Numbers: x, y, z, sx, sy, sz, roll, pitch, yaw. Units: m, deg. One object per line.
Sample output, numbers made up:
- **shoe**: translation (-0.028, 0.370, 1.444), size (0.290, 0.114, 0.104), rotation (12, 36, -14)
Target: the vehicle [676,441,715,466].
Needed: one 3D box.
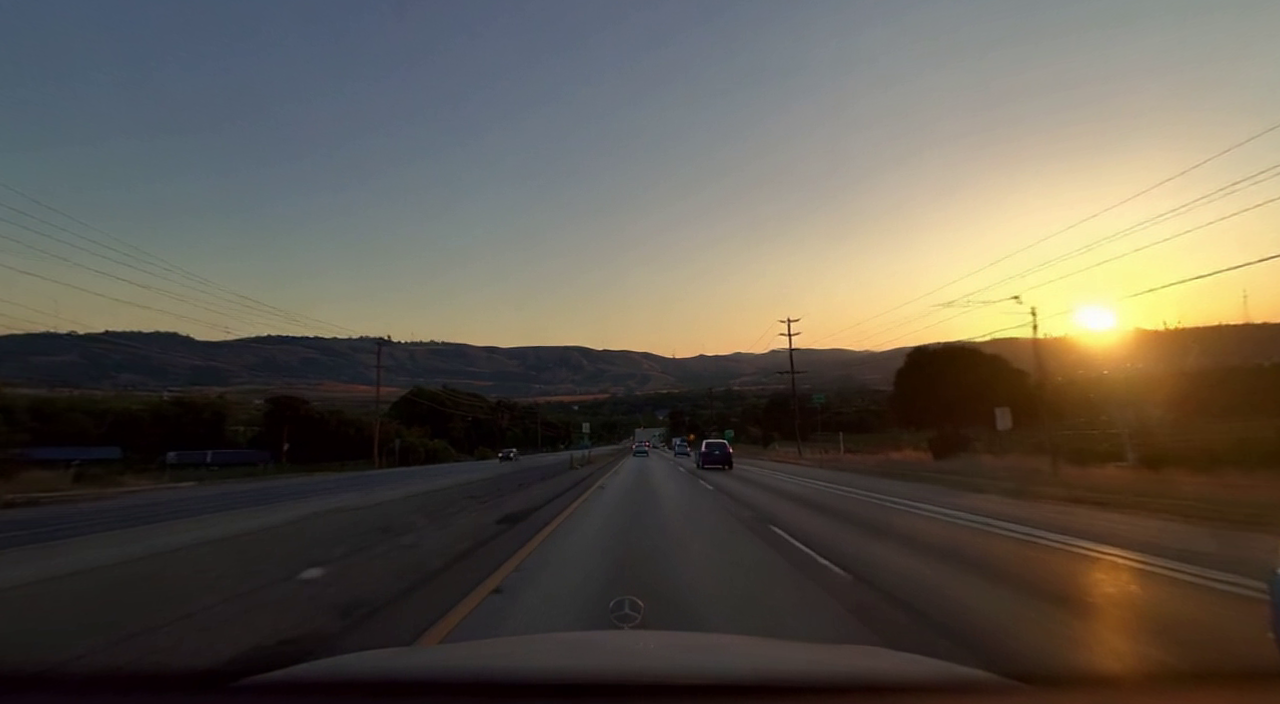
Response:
- **vehicle**: translation (3.561, 6.591, 41.302), size (2.148, 1.538, 4.430), rotation (0, -8, 0)
